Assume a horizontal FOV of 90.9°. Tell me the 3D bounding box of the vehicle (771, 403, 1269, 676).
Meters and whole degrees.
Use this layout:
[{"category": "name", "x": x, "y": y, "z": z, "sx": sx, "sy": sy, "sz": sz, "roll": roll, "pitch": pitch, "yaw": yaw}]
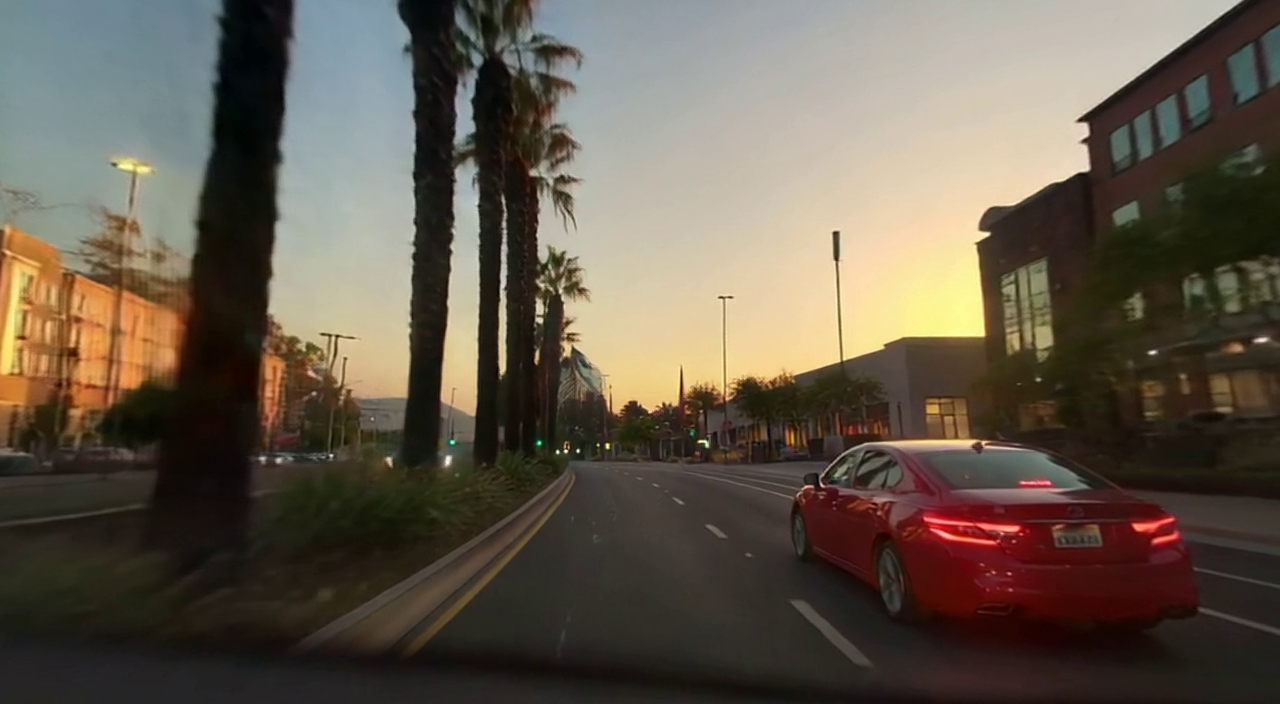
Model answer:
[{"category": "vehicle", "x": 2.674, "y": 1.413, "z": 5.887, "sx": 1.867, "sy": 1.554, "sz": 4.301, "roll": 0, "pitch": -9, "yaw": -1}]
